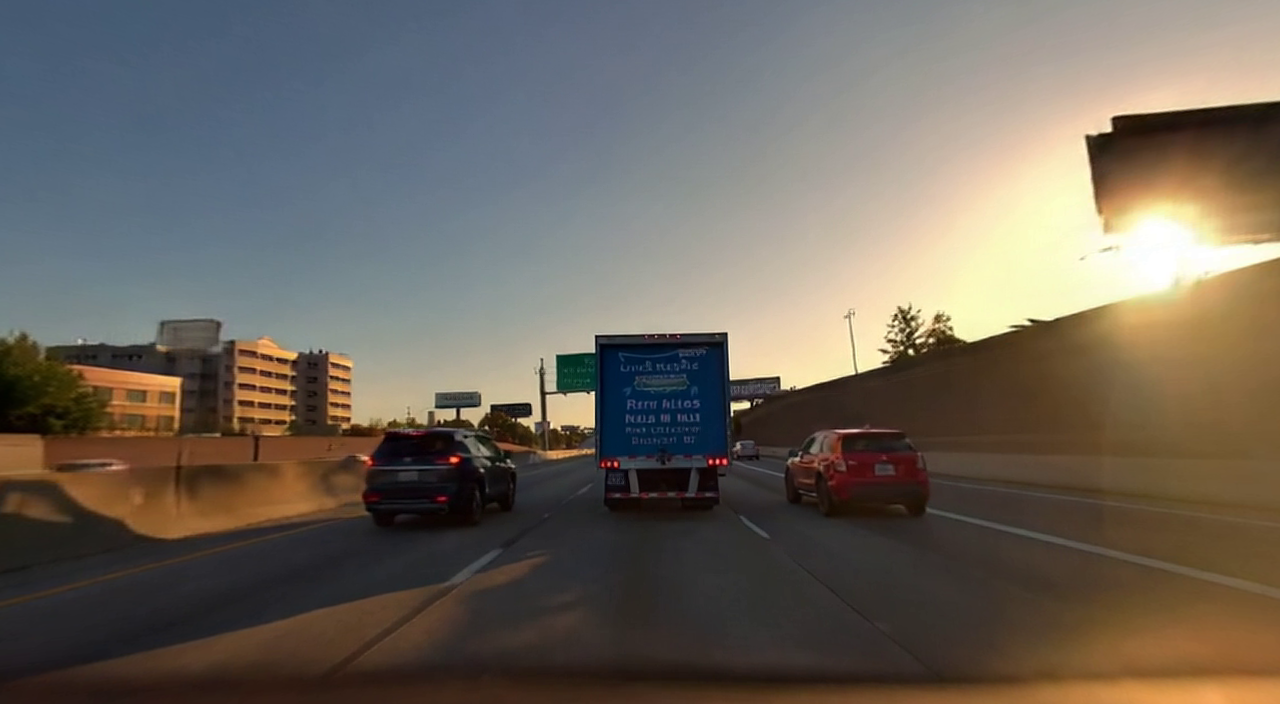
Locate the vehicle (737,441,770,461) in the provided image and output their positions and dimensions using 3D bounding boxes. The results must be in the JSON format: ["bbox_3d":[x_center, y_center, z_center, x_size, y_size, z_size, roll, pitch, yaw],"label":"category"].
[{"bbox_3d":[8.709,7.625,48.642,1.931,1.495,3.889,-1,-8,2],"label":"vehicle"}]

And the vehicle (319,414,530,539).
[{"bbox_3d":[-3.451,2.092,11.230,2.030,1.757,4.509,-1,-8,2],"label":"vehicle"}]

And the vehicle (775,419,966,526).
[{"bbox_3d":[4.146,2.246,12.291,2.066,1.692,4.339,0,-8,0],"label":"vehicle"}]

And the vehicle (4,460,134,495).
[{"bbox_3d":[-29.231,6.407,32.504,1.861,1.551,4.728,-2,-8,9],"label":"vehicle"}]

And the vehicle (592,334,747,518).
[{"bbox_3d":[0.652,1.924,15.628,2.733,3.296,8.571,-1,-8,2],"label":"vehicle"}]
